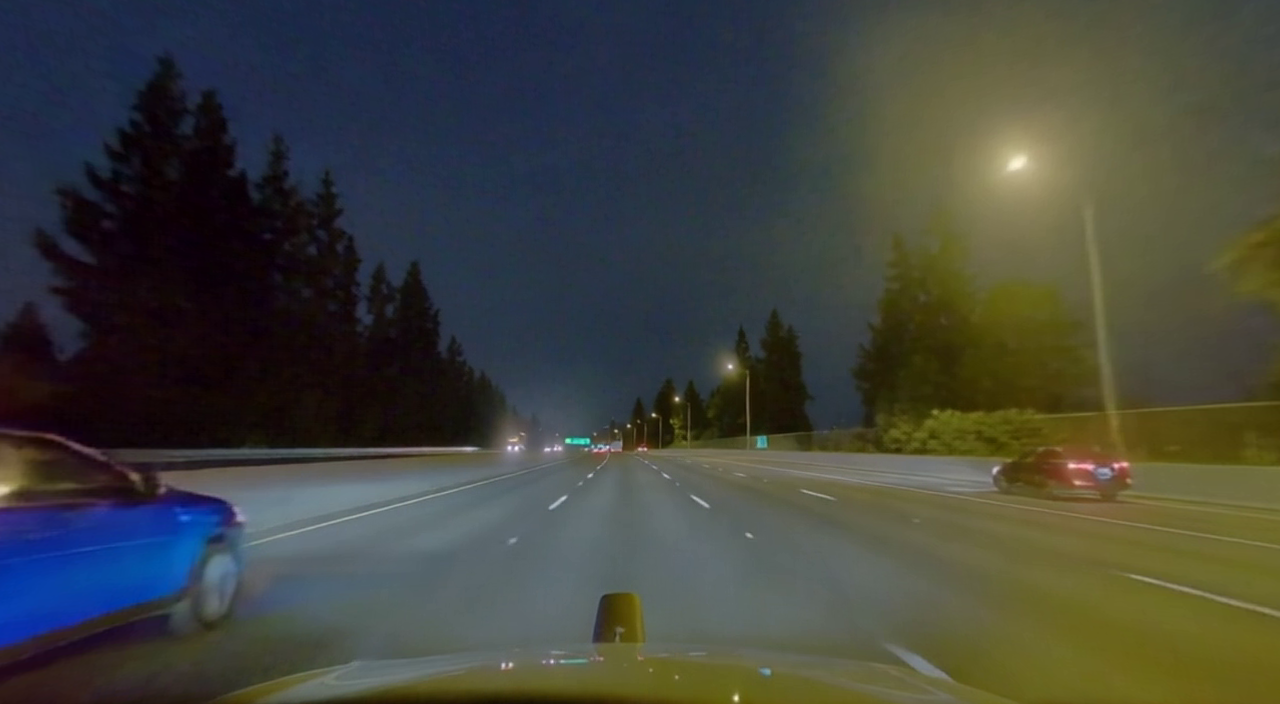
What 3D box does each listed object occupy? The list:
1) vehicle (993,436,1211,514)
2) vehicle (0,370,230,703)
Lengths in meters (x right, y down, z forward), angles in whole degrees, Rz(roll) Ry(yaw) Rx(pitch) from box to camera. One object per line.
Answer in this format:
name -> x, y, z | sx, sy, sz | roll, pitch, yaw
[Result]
vehicle -> 9.933, 2.654, 13.927 | 1.853, 1.463, 3.780 | 0, -9, -1
vehicle -> -3.877, 0.833, 2.334 | 2.071, 1.615, 3.868 | 0, -9, -1
